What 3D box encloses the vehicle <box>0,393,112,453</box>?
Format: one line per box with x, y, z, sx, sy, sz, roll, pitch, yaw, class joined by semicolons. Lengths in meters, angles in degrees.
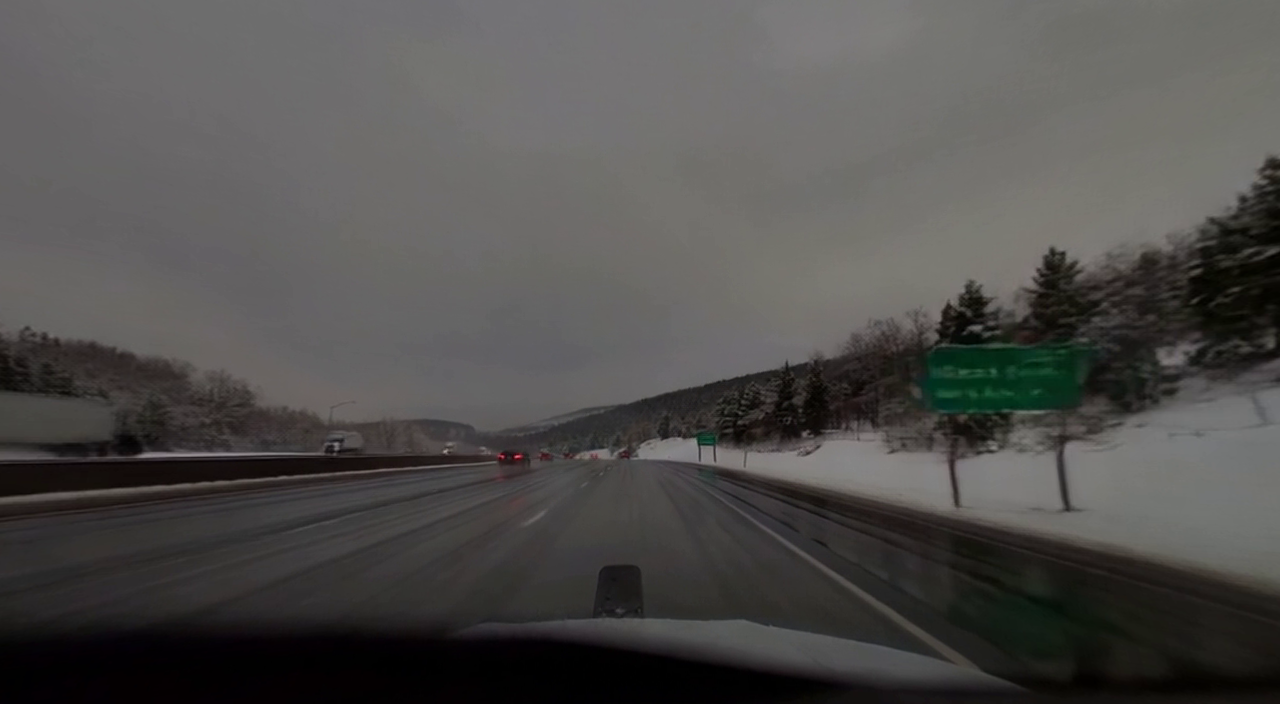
-44.587;4.899;43.271;2.908;4.006;16.541;1;-9;-3;vehicle

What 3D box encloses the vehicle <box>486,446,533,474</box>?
-8.086;6.744;39.487;2.045;1.624;4.338;0;-9;-1;vehicle
